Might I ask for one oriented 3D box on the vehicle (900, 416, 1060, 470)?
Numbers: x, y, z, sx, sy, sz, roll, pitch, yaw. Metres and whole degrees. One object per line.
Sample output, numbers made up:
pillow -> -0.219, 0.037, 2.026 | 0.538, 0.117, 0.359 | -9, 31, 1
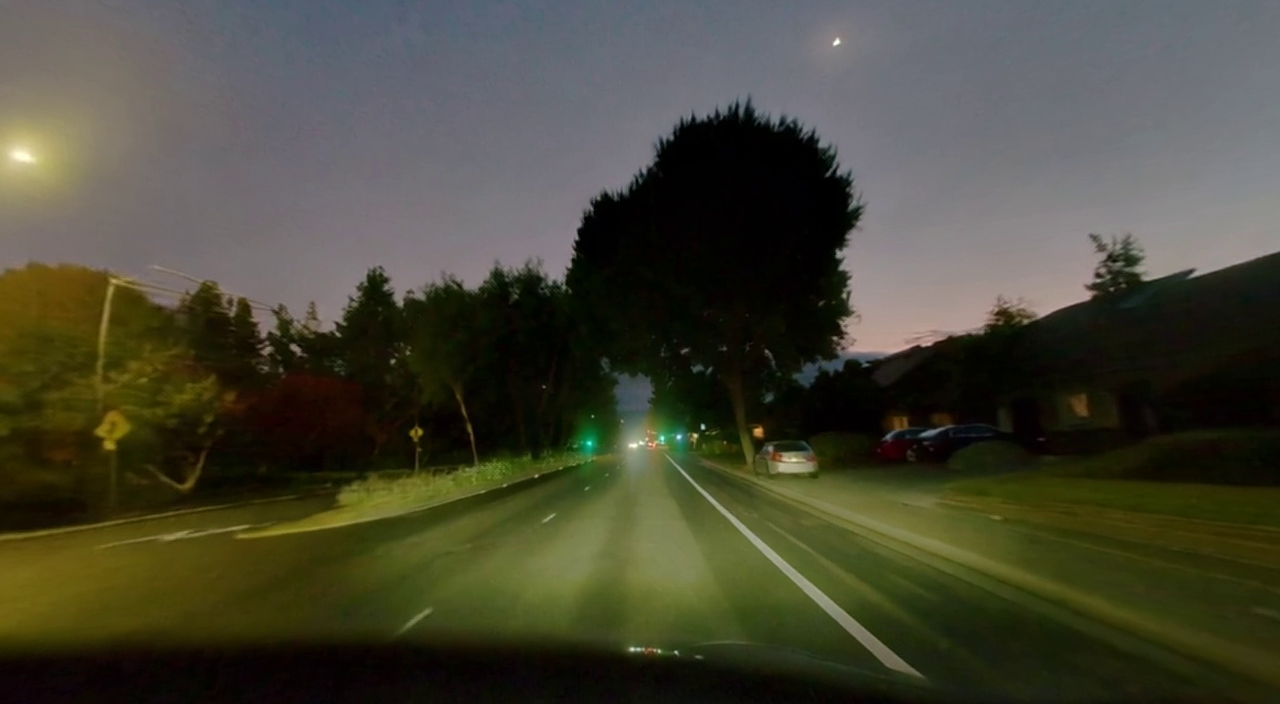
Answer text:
vehicle -> 10.950, 2.977, 20.590 | 4.037, 1.673, 1.983 | 0, -9, 3

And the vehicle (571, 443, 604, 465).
vehicle -> -3.625, 7.165, 44.366 | 1.973, 1.400, 3.915 | 0, -9, 1

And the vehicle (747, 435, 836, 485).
vehicle -> 5.168, 3.764, 22.187 | 1.995, 1.546, 4.474 | 0, -9, 0
